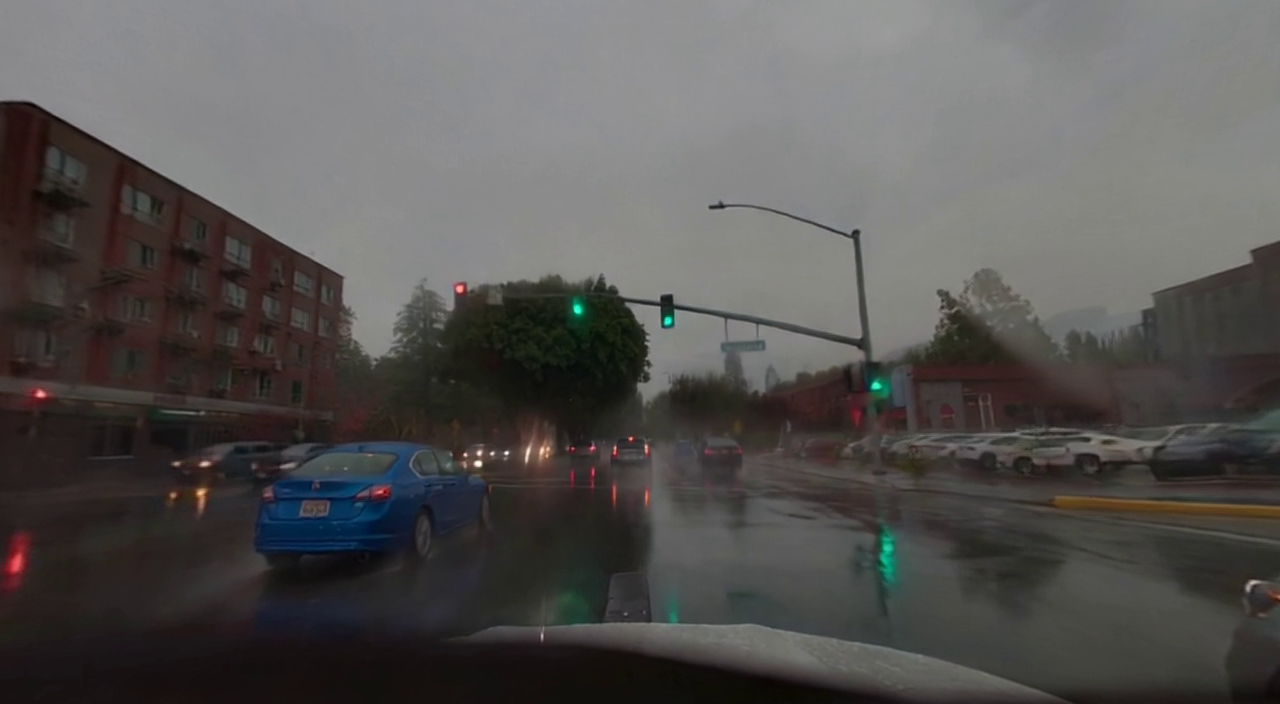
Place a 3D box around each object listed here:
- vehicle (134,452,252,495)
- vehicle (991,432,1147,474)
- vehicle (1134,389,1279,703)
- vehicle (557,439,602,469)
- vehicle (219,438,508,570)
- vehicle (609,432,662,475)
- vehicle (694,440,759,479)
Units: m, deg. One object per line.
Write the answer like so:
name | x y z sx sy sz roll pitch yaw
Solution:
vehicle | -19.447 5.260 27.678 1.988 1.625 4.260 0 -8 1
vehicle | 16.109 3.805 23.854 4.407 1.492 1.930 -1 -8 2
vehicle | 3.305 0.643 0.595 2.052 1.475 4.540 0 -8 1
vehicle | -3.474 5.931 36.911 2.130 1.645 3.995 0 -8 1
vehicle | -3.356 1.888 8.686 2.115 1.369 3.908 0 -8 2
vehicle | -0.201 4.925 30.915 2.361 1.898 4.465 0 -8 0
vehicle | 3.525 4.473 26.515 2.058 1.472 4.317 0 -8 0
